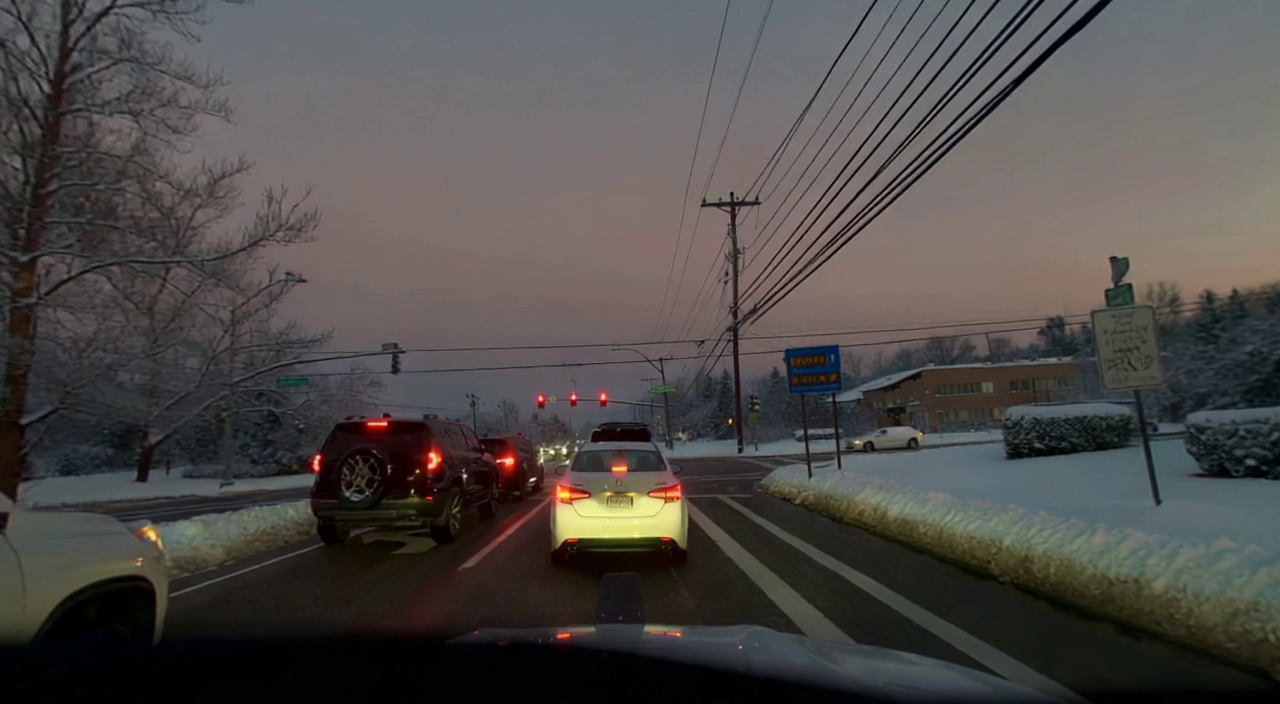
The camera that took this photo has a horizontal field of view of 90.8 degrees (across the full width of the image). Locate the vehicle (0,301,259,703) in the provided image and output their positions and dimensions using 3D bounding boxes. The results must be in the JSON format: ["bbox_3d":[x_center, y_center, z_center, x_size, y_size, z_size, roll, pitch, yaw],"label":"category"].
[{"bbox_3d":[-3.593,0.635,1.525,2.085,1.943,5.053,0,-8,1],"label":"vehicle"}]

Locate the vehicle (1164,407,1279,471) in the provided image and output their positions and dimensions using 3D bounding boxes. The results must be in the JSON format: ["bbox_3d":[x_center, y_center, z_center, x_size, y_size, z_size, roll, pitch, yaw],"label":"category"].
[{"bbox_3d":[17.018,2.540,18.260,1.858,1.622,4.491,-5,-10,28],"label":"vehicle"}]

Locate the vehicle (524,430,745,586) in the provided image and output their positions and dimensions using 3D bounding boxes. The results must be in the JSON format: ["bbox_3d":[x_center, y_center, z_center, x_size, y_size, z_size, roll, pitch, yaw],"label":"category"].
[{"bbox_3d":[-0.103,1.802,8.142,2.121,1.474,3.968,0,-8,-2],"label":"vehicle"}]

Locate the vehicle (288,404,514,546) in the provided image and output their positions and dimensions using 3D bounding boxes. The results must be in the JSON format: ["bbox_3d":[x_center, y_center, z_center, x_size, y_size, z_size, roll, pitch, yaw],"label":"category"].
[{"bbox_3d":[-3.846,2.088,11.370,2.147,1.963,4.927,0,-8,0],"label":"vehicle"}]

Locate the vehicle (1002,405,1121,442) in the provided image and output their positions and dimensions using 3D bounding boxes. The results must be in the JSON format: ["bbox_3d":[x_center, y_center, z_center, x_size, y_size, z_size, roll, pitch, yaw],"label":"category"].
[{"bbox_3d":[26.892,4.627,40.496,5.782,2.286,2.223,-1,-9,5],"label":"vehicle"}]
